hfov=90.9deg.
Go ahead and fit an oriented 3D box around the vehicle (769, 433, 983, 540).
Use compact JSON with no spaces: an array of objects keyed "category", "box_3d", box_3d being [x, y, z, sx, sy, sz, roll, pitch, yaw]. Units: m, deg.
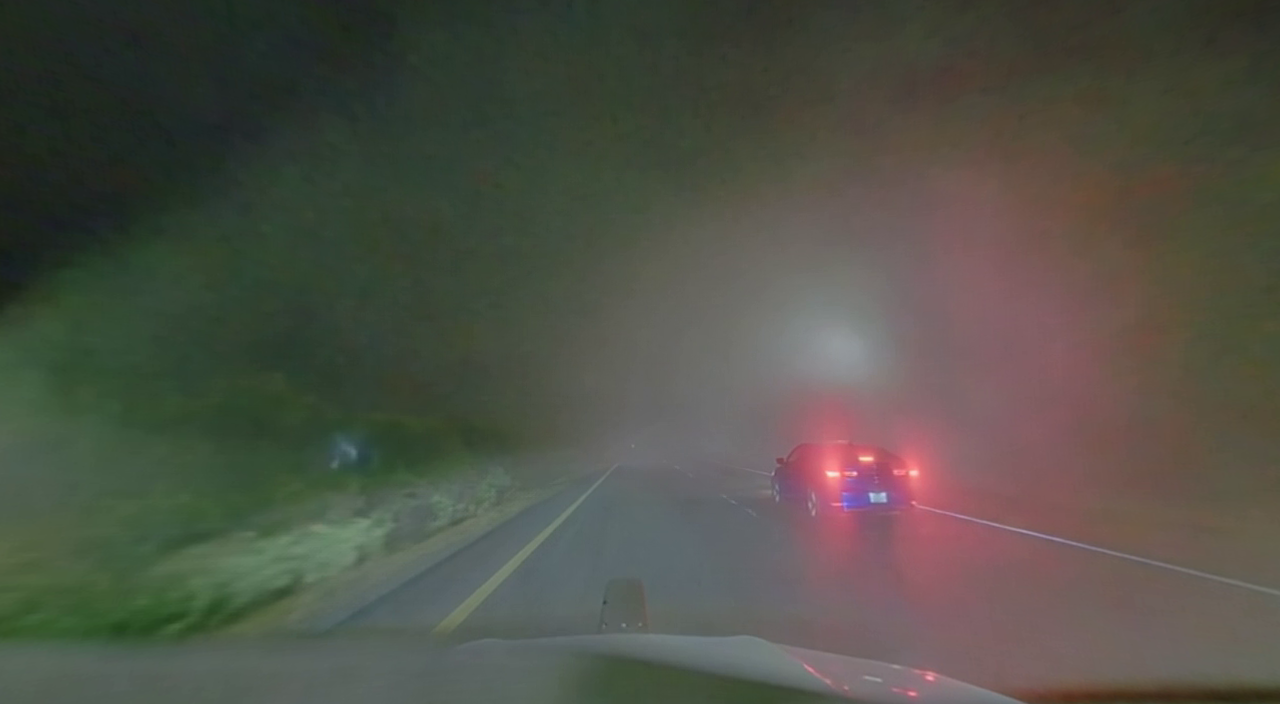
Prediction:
[{"category":"vehicle","box_3d":[3.768,2.215,11.114,2.003,1.466,4.441,0,-8,-1]}]
